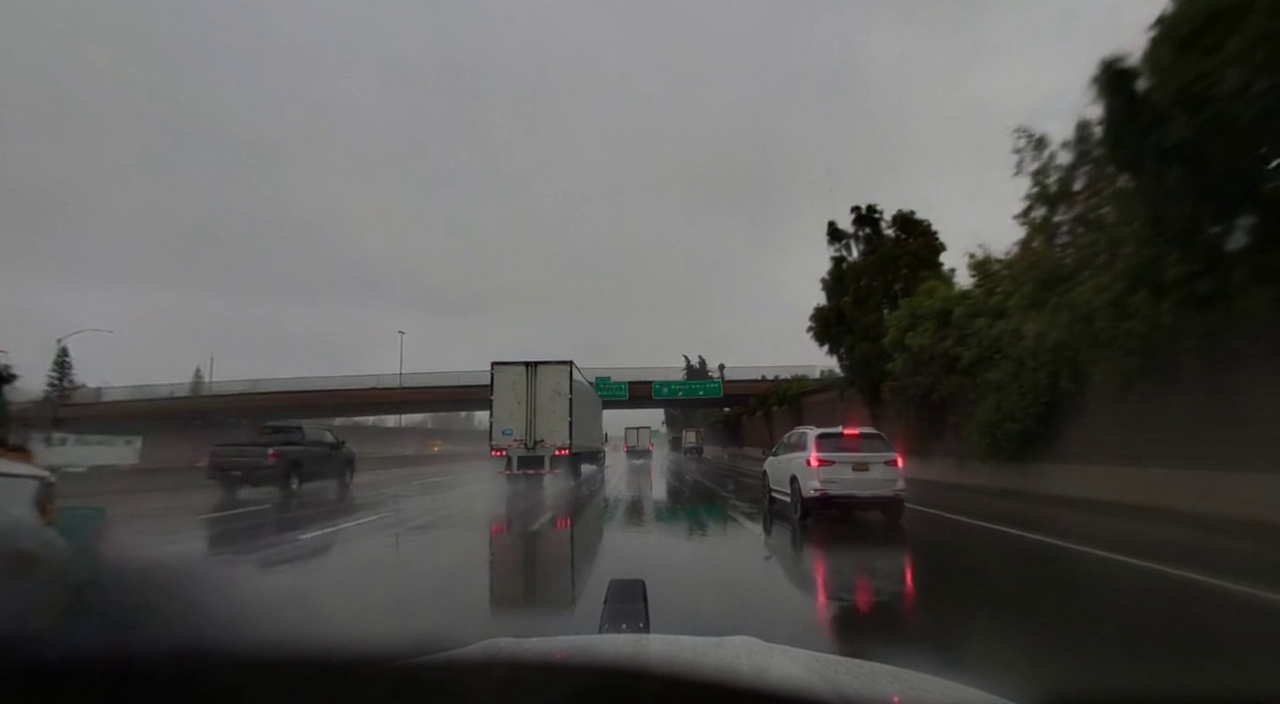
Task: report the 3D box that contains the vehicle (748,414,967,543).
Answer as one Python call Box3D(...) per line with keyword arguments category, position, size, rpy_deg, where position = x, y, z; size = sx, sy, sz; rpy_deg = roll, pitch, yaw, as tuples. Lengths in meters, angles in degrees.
Box3D(category="vehicle", position=(3.214, 1.970, 10.457), size=(2.028, 1.658, 4.334), rpy_deg=(0, -8, -1))

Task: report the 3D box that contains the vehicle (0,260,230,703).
Box3D(category="vehicle", position=(-3.623, 0.389, 0.114), size=(2.645, 2.023, 6.491), rpy_deg=(0, -8, 1))

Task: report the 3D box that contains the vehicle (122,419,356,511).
Box3D(category="vehicle", position=(-10.374, 2.985, 17.209), size=(2.388, 2.031, 5.951), rpy_deg=(-1, -8, 1))

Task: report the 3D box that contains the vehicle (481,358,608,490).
Box3D(category="vehicle", position=(-3.353, 3.367, 27.435), size=(2.869, 4.108, 15.564), rpy_deg=(0, -8, 1))

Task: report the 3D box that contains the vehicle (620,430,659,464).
Box3D(category="vehicle", position=(-0.032, 7.431, 49.139), size=(2.848, 2.453, 5.509), rpy_deg=(0, -8, 1))
